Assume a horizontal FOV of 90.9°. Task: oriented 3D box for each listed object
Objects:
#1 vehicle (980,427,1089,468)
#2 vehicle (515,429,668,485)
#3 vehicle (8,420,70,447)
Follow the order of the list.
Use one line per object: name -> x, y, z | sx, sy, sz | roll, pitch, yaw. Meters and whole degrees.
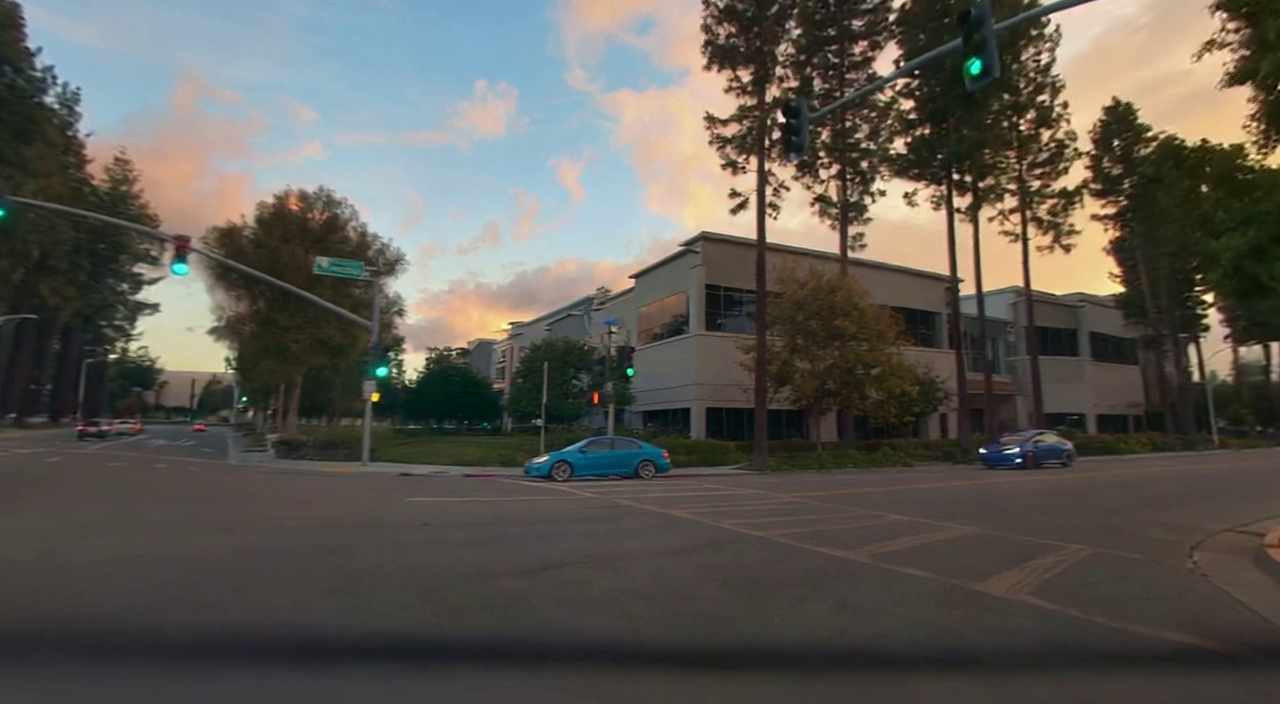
vehicle -> 17.612, 4.235, 28.117 | 4.662, 1.687, 2.145 | 5, -9, -31
vehicle -> -1.343, 2.862, 17.464 | 3.816, 1.410, 1.757 | 4, -9, -24
vehicle -> -41.050, 5.611, 43.172 | 2.123, 1.761, 4.322 | 5, -10, -32
